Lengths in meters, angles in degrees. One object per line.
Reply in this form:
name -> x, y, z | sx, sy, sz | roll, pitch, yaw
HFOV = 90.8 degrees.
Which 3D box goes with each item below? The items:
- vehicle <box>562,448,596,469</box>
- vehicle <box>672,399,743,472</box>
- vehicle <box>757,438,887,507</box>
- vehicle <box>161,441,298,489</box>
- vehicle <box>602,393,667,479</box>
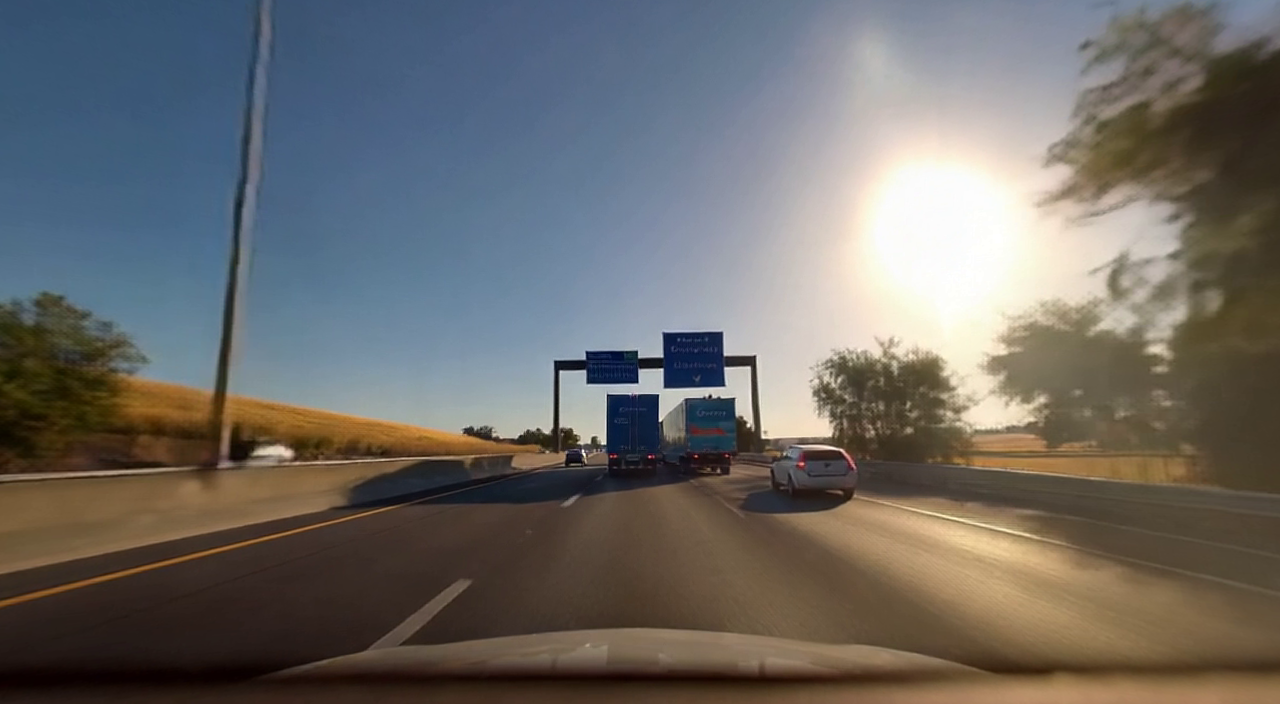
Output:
vehicle -> -4.364, 7.677, 45.651 | 2.067, 1.452, 4.085 | 0, -9, 0
vehicle -> 4.213, 5.862, 43.093 | 3.044, 4.128, 14.482 | 0, -9, -1
vehicle -> 4.530, 3.094, 16.621 | 2.086, 1.530, 4.808 | 0, -9, 1
vehicle -> -15.943, 4.392, 24.911 | 1.987, 1.686, 5.070 | 0, -9, 0
vehicle -> -0.284, 4.470, 32.856 | 2.864, 3.805, 9.709 | 0, -9, -1
